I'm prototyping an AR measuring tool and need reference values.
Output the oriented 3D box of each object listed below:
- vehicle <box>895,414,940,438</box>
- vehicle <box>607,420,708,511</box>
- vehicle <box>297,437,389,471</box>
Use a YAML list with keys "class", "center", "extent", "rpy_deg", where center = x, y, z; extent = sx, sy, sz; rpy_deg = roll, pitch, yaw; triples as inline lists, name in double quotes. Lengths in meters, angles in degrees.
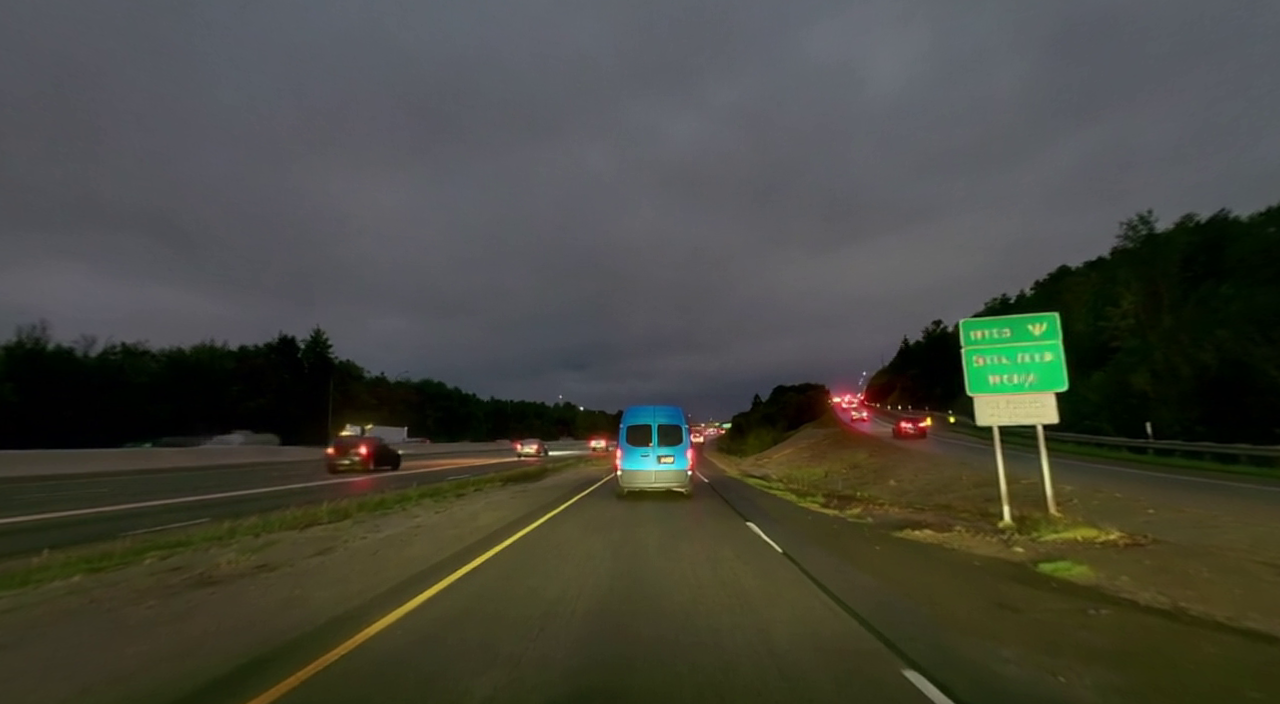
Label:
- class: "vehicle"
  center: [20.747, 5.603, 47.410]
  extent: [2.098, 1.654, 4.637]
  rpy_deg: [-2, -8, 11]
- class: "vehicle"
  center: [0.330, 2.637, 15.139]
  extent: [2.043, 1.821, 4.558]
  rpy_deg: [0, -8, 0]
- class: "vehicle"
  center: [-15.955, 5.520, 34.293]
  extent: [2.309, 1.683, 5.063]
  rpy_deg: [-1, -8, 3]
